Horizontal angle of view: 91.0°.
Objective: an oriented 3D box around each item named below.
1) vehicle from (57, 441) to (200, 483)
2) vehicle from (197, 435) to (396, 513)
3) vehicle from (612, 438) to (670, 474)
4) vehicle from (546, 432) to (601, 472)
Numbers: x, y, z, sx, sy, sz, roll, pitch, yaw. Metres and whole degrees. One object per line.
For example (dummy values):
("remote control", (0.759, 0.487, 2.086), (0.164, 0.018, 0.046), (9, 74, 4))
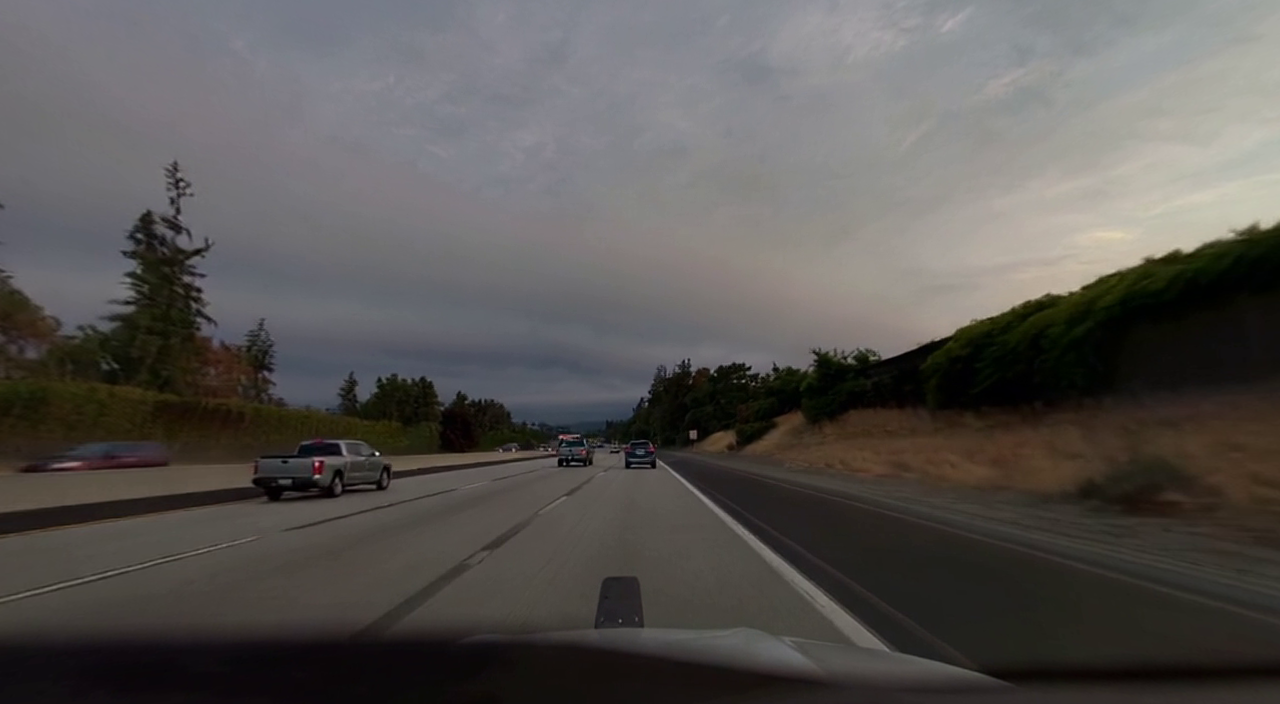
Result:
("vehicle", (-21.773, 4.692, 27.144), (2.029, 1.630, 4.827), (0, -9, 1))
("vehicle", (-7.788, 2.786, 14.907), (2.149, 1.526, 4.361), (0, -9, 1))
("vehicle", (0.098, 5.265, 32.205), (2.715, 1.669, 5.163), (0, -9, 1))
("vehicle", (-3.472, 5.380, 33.966), (2.250, 1.947, 4.860), (0, -9, 2))
